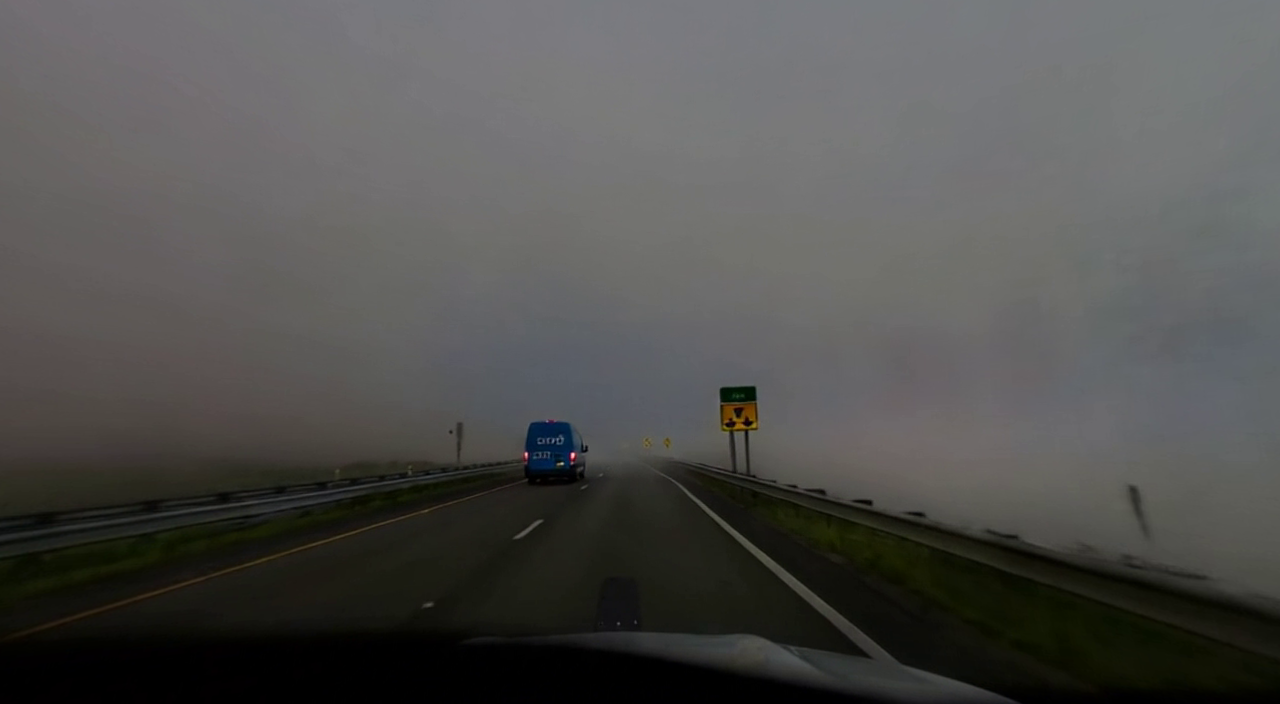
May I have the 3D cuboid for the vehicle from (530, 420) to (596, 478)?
[{"bbox_3d":[-3.819,5.046,32.643,2.463,2.640,7.034,0,-9,0],"label":"vehicle"}]

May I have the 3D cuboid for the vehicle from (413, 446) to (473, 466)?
[{"bbox_3d":[-15.593,8.254,49.786,4.396,1.557,1.952,2,-9,-14],"label":"vehicle"}]
